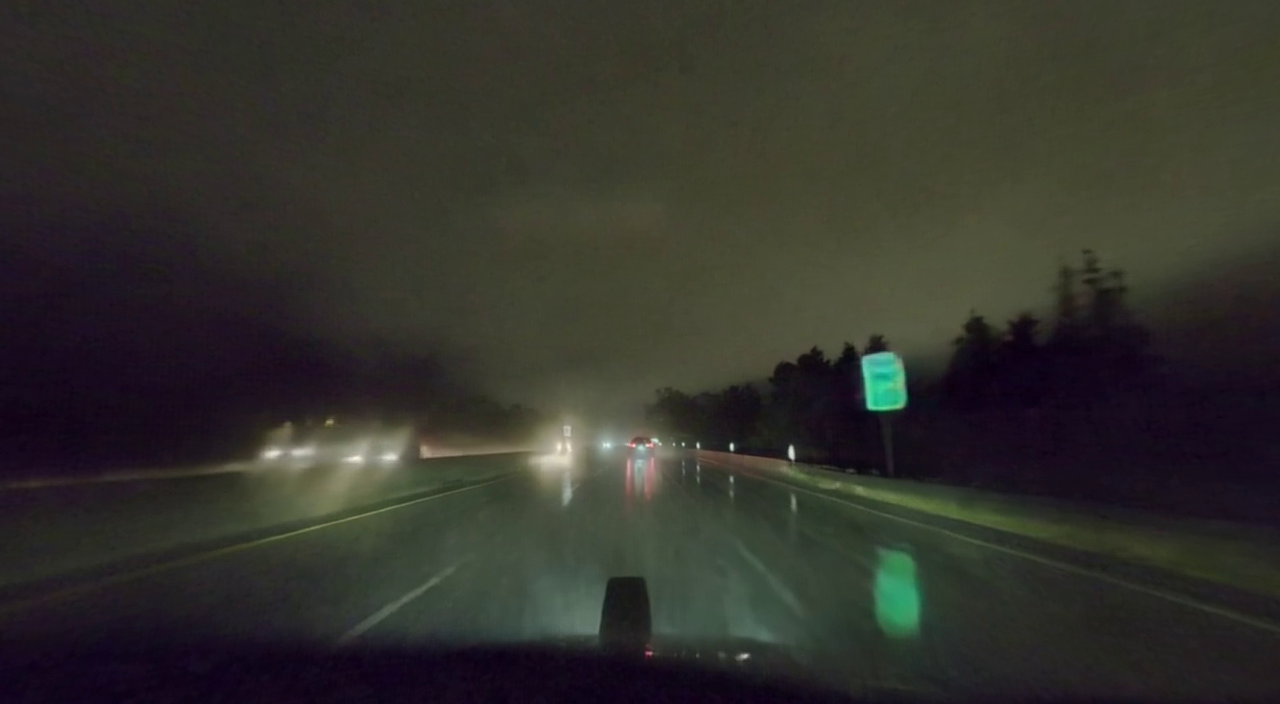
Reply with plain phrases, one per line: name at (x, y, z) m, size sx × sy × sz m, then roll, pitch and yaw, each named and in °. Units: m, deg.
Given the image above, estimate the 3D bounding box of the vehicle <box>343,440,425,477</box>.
vehicle at (-11.455, 4.768, 28.474) m, size 1.910 × 1.532 × 4.032 m, roll 0°, pitch -8°, yaw 1°

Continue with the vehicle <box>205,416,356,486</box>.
vehicle at (-15.457, 4.329, 27.815) m, size 2.344 × 2.655 × 7.091 m, roll 0°, pitch -8°, yaw 1°
